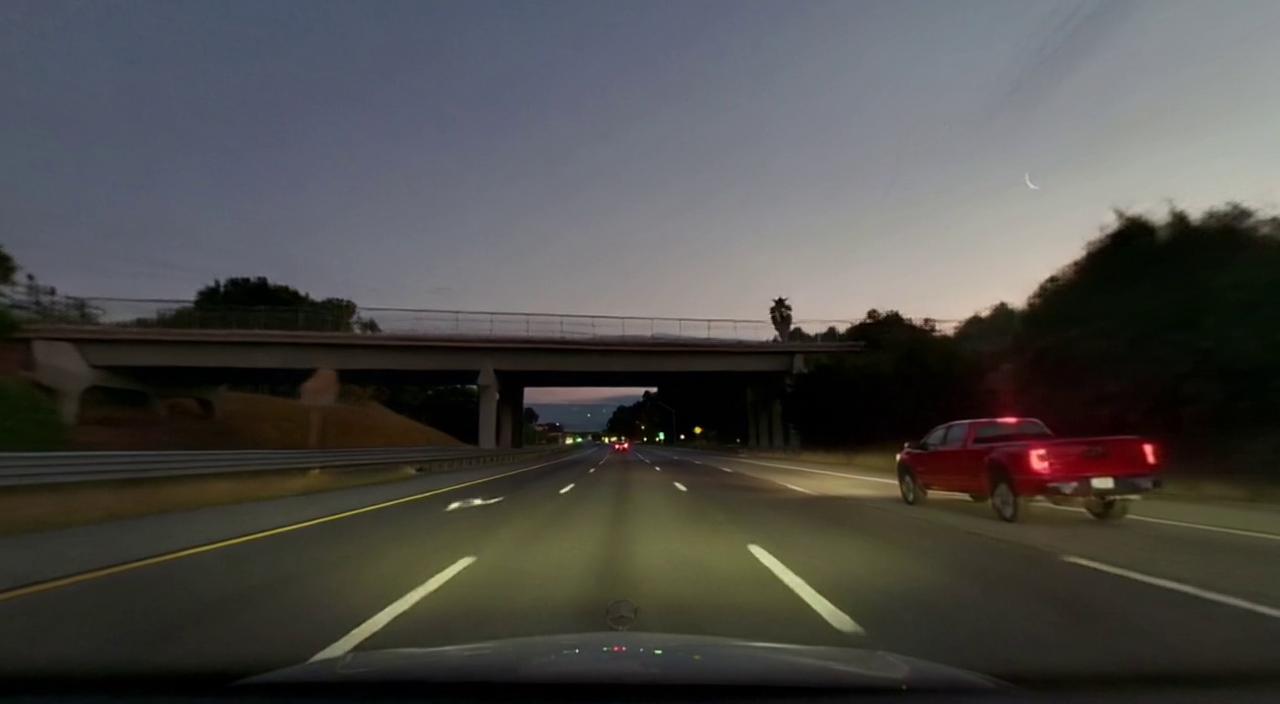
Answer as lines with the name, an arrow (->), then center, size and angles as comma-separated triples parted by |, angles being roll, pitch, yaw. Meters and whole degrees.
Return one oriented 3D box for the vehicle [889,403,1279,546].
vehicle -> 6.944, 2.020, 11.193 | 2.395, 1.819, 6.086 | 0, -9, -2
